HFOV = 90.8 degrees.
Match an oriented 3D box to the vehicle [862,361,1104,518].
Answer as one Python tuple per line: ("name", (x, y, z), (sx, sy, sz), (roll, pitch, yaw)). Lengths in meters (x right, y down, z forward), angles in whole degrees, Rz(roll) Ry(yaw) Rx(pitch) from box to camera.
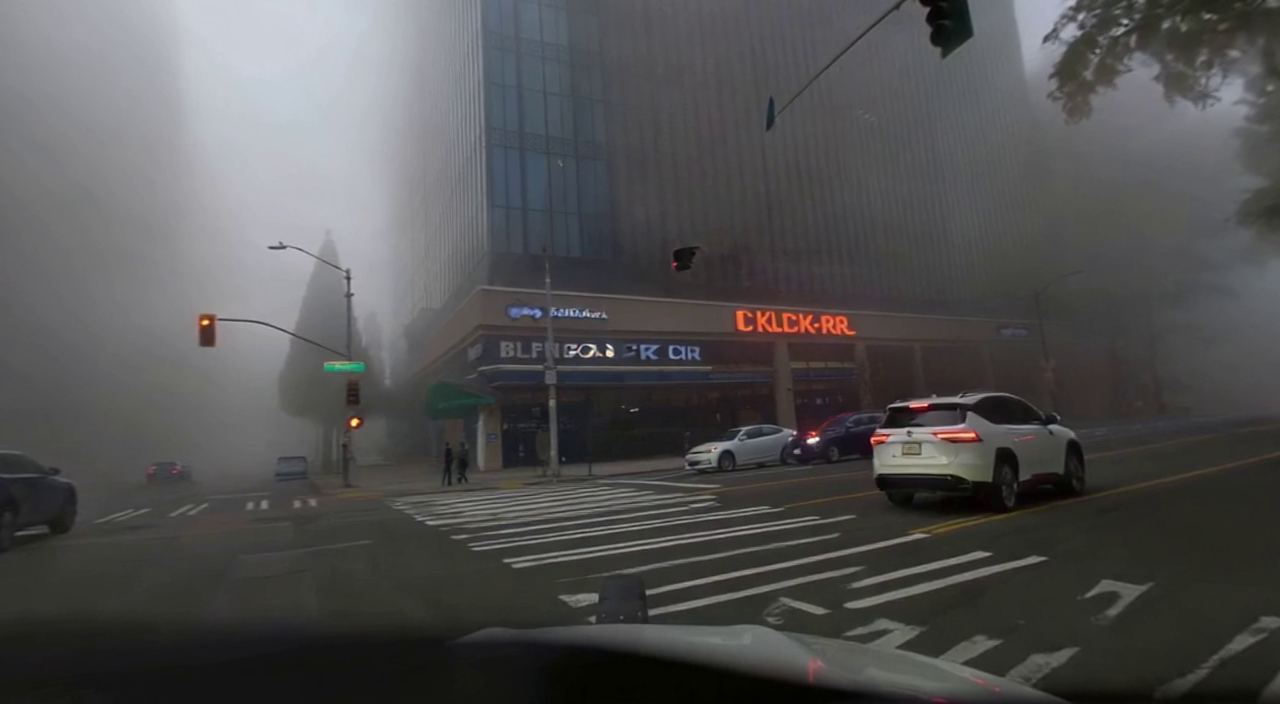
("vehicle", (5.083, 1.263, 9.097), (2.023, 1.702, 4.152), (-8, -11, 41))

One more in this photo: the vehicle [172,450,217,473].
("vehicle", (-31.331, 7.673, 44.558), (2.097, 1.508, 4.202), (4, -10, -29))

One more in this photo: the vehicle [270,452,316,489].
("vehicle", (-17.571, 5.942, 31.884), (1.920, 1.605, 4.091), (0, -9, -30))

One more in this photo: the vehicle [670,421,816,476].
("vehicle", (3.163, 2.923, 19.275), (4.021, 1.508, 1.989), (5, -10, -31))

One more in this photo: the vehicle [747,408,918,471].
("vehicle", (5.273, 2.374, 17.196), (4.504, 1.507, 1.857), (5, -10, -31))
